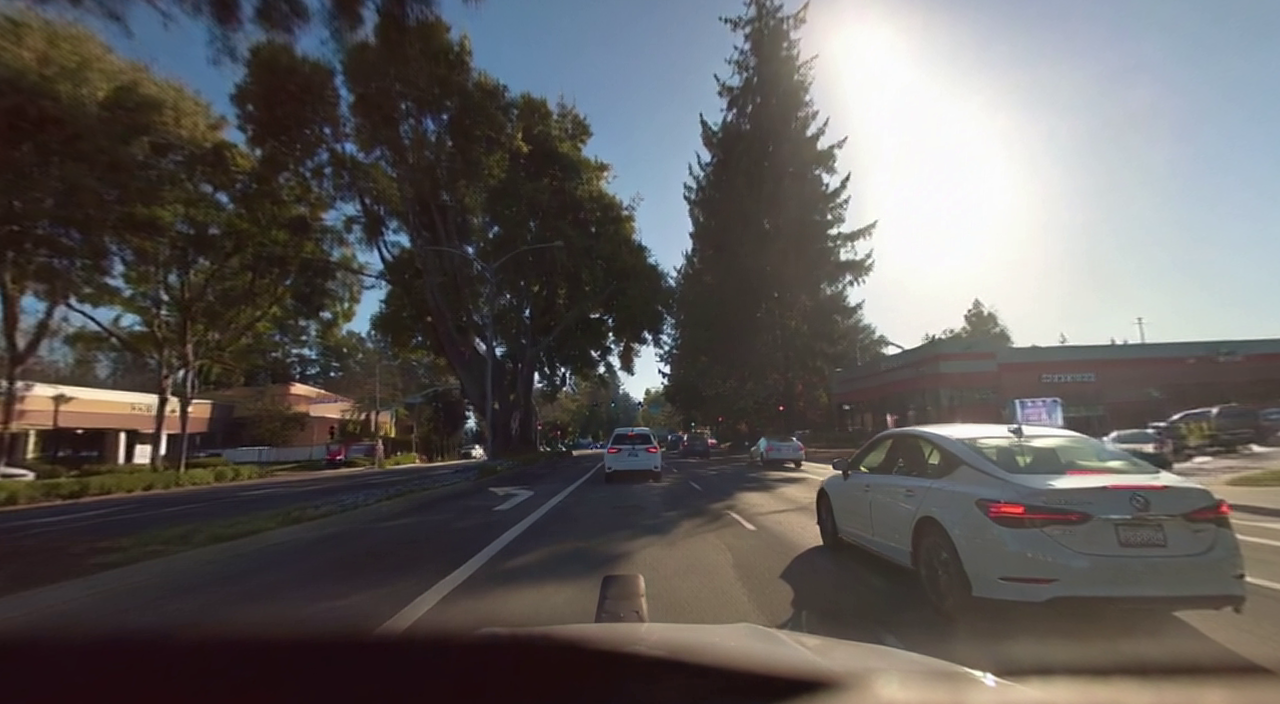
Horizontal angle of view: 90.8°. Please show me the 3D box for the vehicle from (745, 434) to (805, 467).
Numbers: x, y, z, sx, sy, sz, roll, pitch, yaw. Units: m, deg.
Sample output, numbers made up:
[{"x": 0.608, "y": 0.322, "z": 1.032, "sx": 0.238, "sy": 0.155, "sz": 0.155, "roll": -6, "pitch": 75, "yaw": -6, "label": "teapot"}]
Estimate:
[{"x": 6.364, "y": 4.696, "z": 30.236, "sx": 1.883, "sy": 1.452, "sz": 4.258, "roll": 0, "pitch": -8, "yaw": -1, "label": "vehicle"}]

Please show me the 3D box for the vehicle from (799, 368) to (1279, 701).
[{"x": 3.095, "y": 1.234, "z": 5.492, "sx": 2.153, "sy": 1.658, "sz": 4.485, "roll": 0, "pitch": -8, "yaw": -1, "label": "vehicle"}]

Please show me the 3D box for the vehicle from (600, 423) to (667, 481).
[{"x": -0.252, "y": 3.462, "z": 22.077, "sx": 2.106, "sy": 1.798, "sz": 4.168, "roll": 0, "pitch": -8, "yaw": -1, "label": "vehicle"}]

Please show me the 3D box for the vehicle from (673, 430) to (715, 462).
[{"x": 3.108, "y": 5.551, "z": 37.292, "sx": 2.000, "sy": 1.745, "sz": 4.206, "roll": 0, "pitch": -8, "yaw": -2, "label": "vehicle"}]
